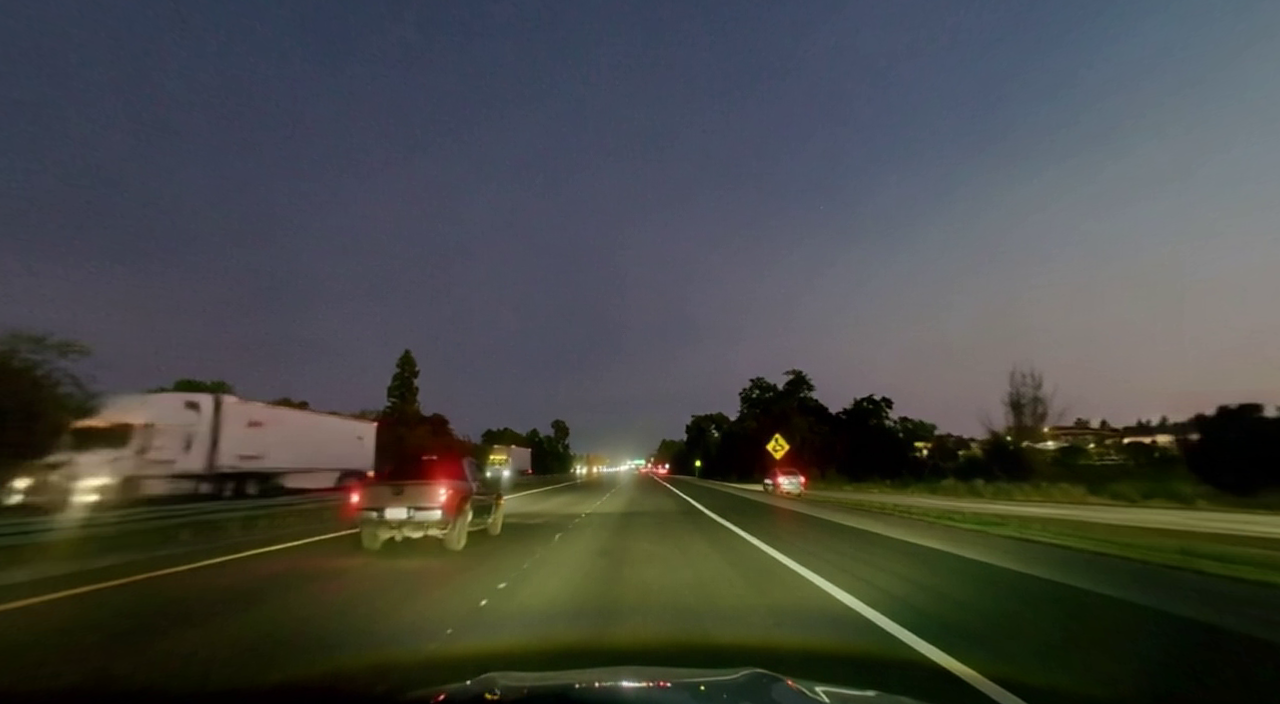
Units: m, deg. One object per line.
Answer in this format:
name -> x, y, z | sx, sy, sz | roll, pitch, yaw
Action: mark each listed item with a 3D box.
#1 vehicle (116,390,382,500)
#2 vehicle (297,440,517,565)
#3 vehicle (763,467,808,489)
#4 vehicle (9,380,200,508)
vehicle -> -16.877, 4.617, 29.667 | 3.233, 3.890, 14.257 | 1, -11, 1
vehicle -> -3.580, 2.448, 10.826 | 1.912, 1.631, 4.672 | 1, -11, 1
vehicle -> 10.935, 9.505, 47.642 | 1.993, 1.512, 4.314 | 2, -11, -5
vehicle -> -16.883, 2.960, 20.169 | 3.162, 3.730, 2.809 | 1, -10, 0
